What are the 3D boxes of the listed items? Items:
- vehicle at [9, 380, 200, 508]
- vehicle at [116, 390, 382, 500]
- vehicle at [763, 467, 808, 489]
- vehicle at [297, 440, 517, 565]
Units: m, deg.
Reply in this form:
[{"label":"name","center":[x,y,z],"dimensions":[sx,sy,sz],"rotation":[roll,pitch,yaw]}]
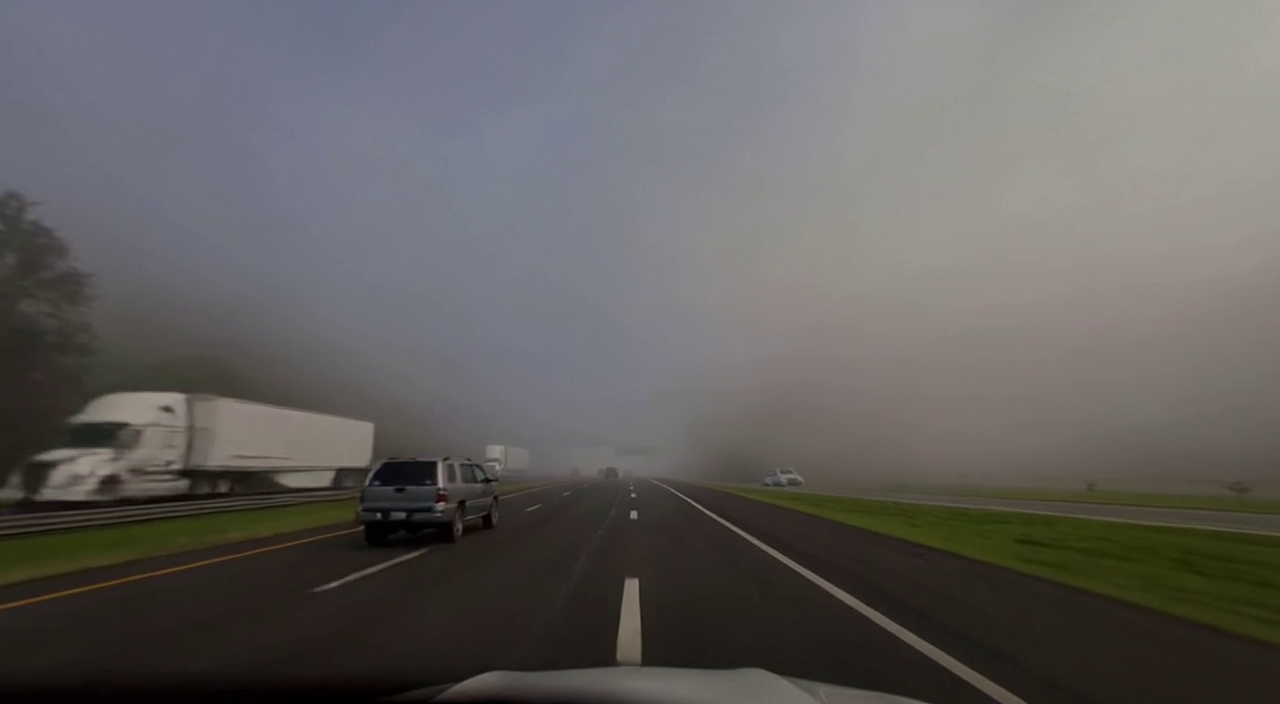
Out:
[{"label":"vehicle","center":[-16.883,2.960,20.169],"dimensions":[3.162,3.730,2.809],"rotation":[1,-10,0]},{"label":"vehicle","center":[-16.877,4.617,29.667],"dimensions":[3.233,3.890,14.257],"rotation":[1,-11,1]},{"label":"vehicle","center":[10.935,9.505,47.642],"dimensions":[1.993,1.512,4.314],"rotation":[2,-11,-5]},{"label":"vehicle","center":[-3.580,2.448,10.826],"dimensions":[1.912,1.631,4.672],"rotation":[1,-11,1]}]
